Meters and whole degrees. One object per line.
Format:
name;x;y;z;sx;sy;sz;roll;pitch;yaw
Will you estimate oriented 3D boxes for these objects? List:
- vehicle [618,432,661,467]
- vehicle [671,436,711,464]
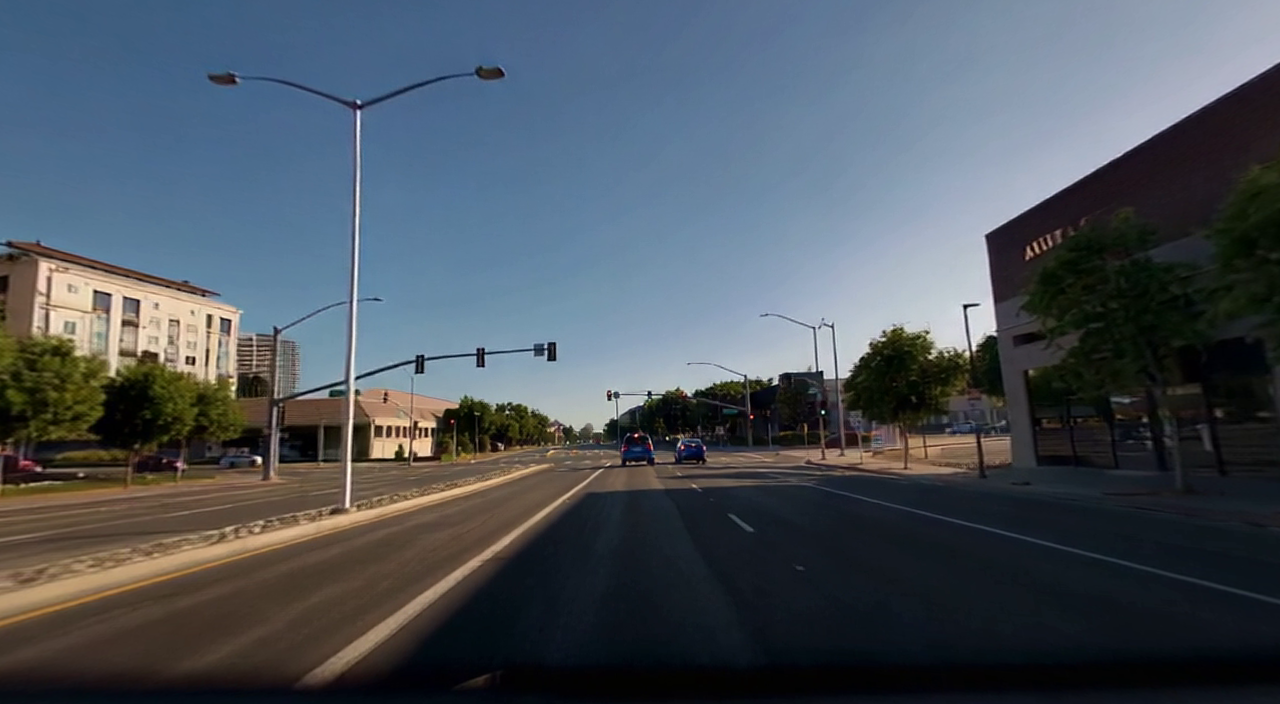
vehicle;-0.104;5.863;38.011;2.413;1.939;4.716;0;-8;-2
vehicle;3.287;6.390;41.225;2.107;1.736;4.228;0;-8;-2
